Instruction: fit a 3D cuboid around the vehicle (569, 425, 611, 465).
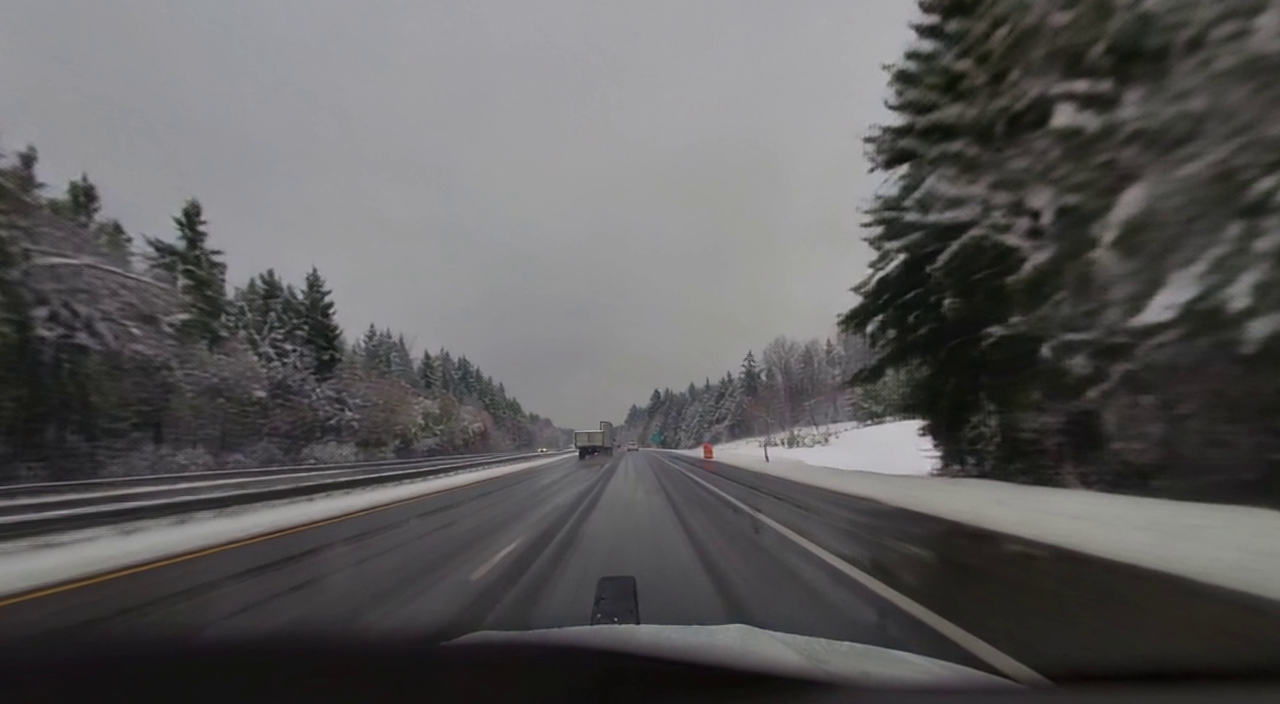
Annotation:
[{"bbox_3d":[-3.470,6.642,44.942,2.484,2.625,5.907,0,-8,0],"label":"vehicle"}]
